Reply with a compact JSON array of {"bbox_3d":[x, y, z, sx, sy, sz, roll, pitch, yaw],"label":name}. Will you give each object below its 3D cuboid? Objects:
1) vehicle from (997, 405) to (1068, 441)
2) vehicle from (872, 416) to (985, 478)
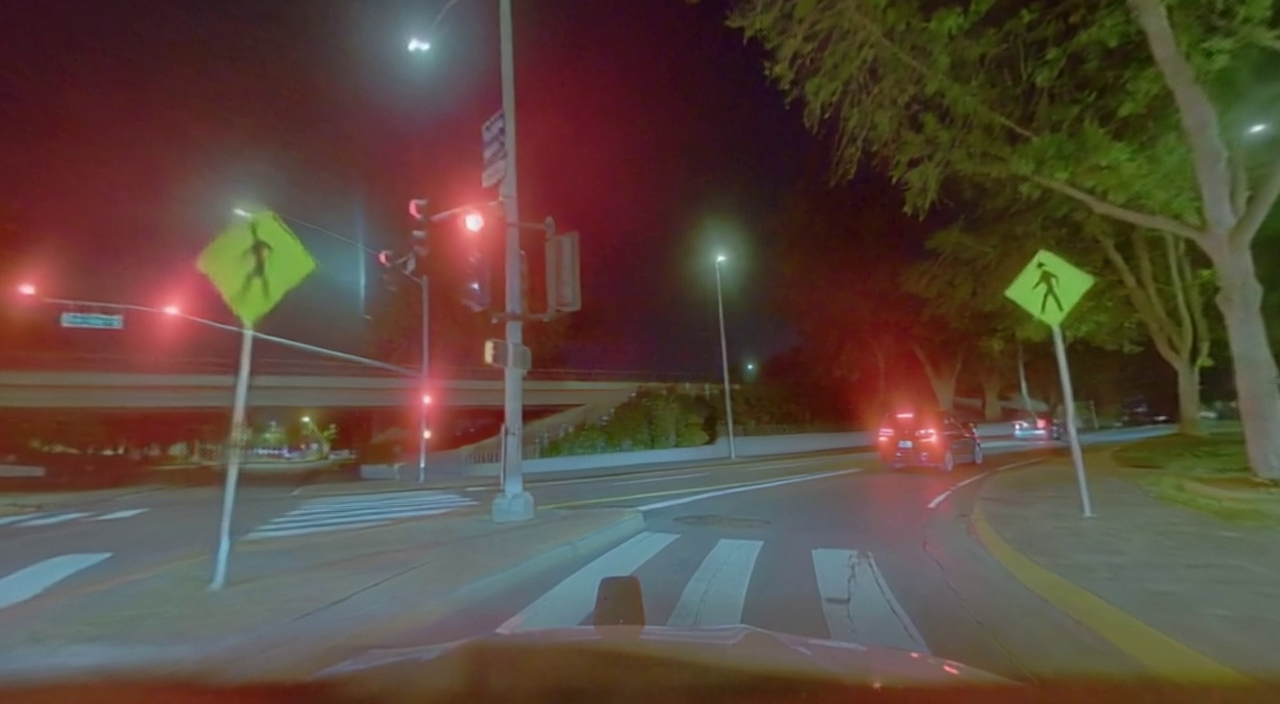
[{"bbox_3d":[23.606,4.326,37.913,5.144,1.954,2.122,7,-11,-42],"label":"vehicle"},{"bbox_3d":[8.644,2.804,18.749,1.908,1.622,4.166,-7,-11,39],"label":"vehicle"}]
